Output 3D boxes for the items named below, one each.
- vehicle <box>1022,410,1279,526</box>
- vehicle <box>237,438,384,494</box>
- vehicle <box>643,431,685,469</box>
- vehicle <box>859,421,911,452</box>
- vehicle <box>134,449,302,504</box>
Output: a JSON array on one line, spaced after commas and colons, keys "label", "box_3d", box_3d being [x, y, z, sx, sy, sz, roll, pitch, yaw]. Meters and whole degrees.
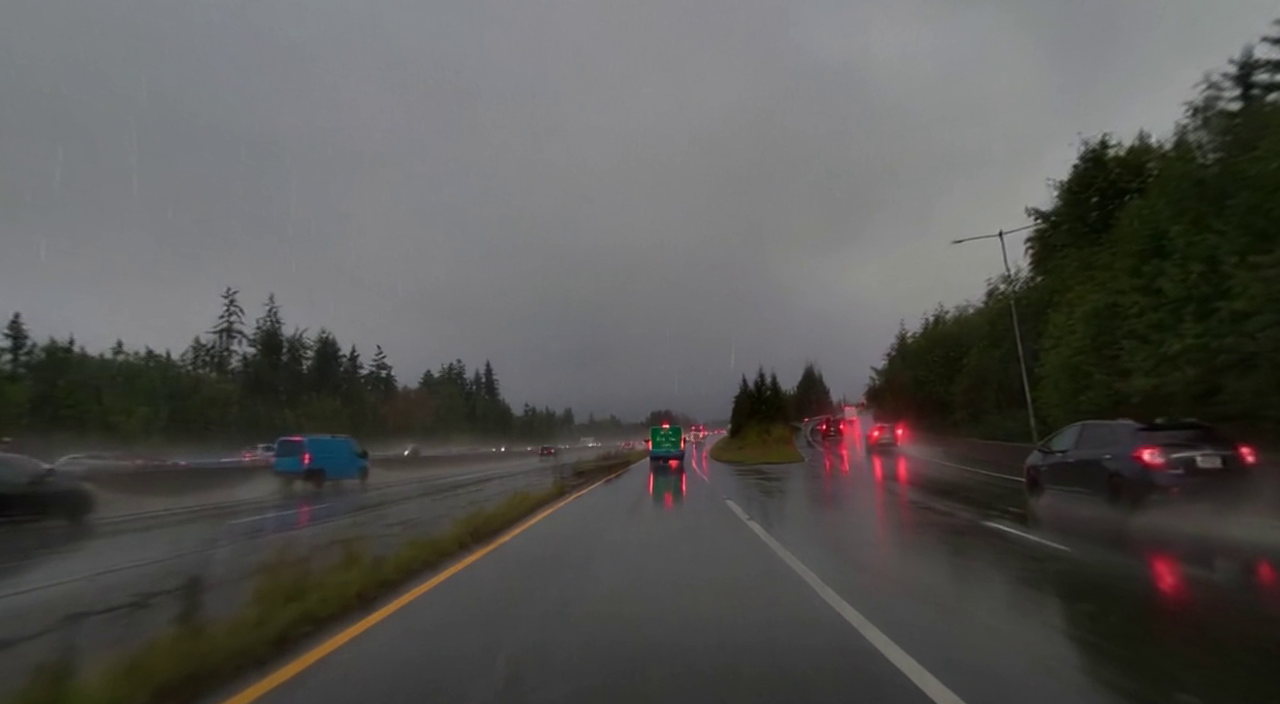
[{"label": "vehicle", "box_3d": [9.177, 2.007, 11.480, 2.098, 1.654, 4.637, -2, -8, 9]}, {"label": "vehicle", "box_3d": [-13.054, 4.512, 25.682, 2.298, 1.964, 6.364, -1, -8, 3]}, {"label": "vehicle", "box_3d": [1.248, 5.192, 33.688, 2.043, 1.821, 4.558, -1, -8, 1]}, {"label": "vehicle", "box_3d": [15.238, 5.287, 39.542, 2.167, 1.798, 4.838, -2, -8, 11]}, {"label": "vehicle", "box_3d": [-13.419, 3.950, 20.458, 2.747, 1.505, 3.932, -1, -8, 0]}]
